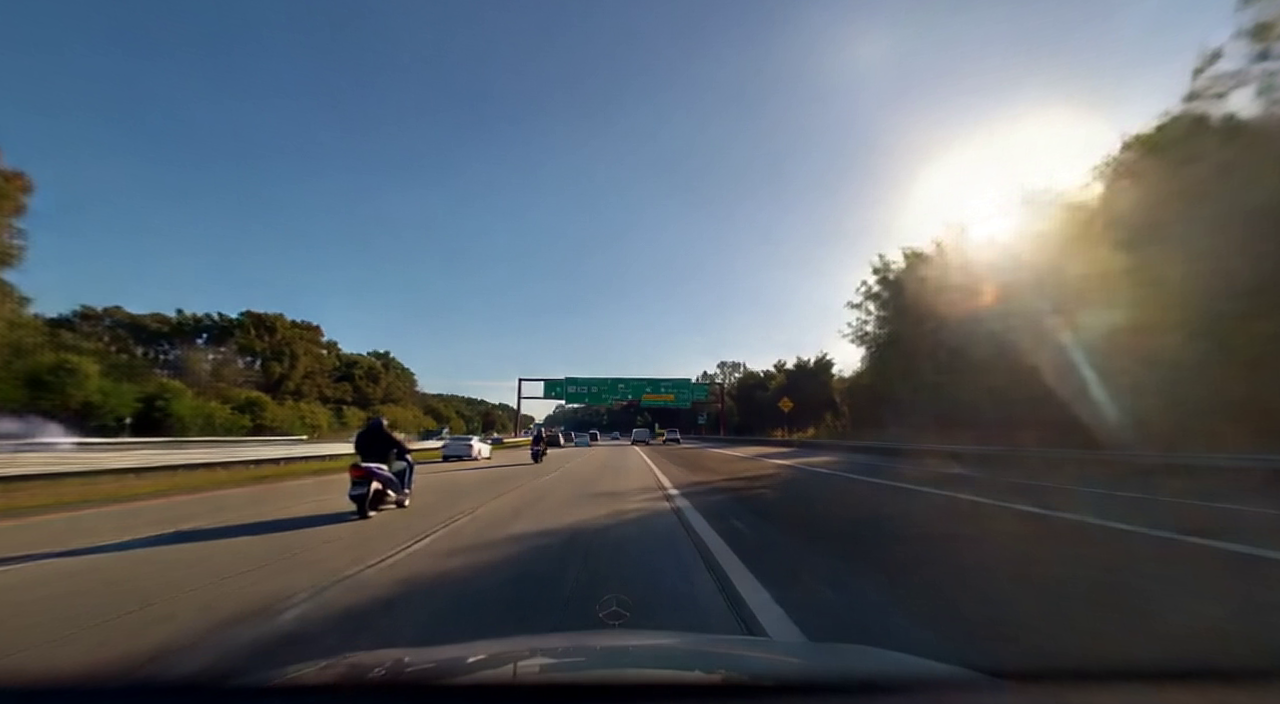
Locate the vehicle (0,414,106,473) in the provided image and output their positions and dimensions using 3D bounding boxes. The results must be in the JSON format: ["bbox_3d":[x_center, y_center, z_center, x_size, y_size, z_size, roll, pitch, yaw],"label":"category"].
[{"bbox_3d":[-16.853,2.399,16.593,1.838,1.466,4.221,0,-8,0],"label":"vehicle"}]

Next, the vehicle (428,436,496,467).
[{"bbox_3d":[-8.698,4.860,31.220,2.053,1.409,4.704,0,-8,-1],"label":"vehicle"}]
